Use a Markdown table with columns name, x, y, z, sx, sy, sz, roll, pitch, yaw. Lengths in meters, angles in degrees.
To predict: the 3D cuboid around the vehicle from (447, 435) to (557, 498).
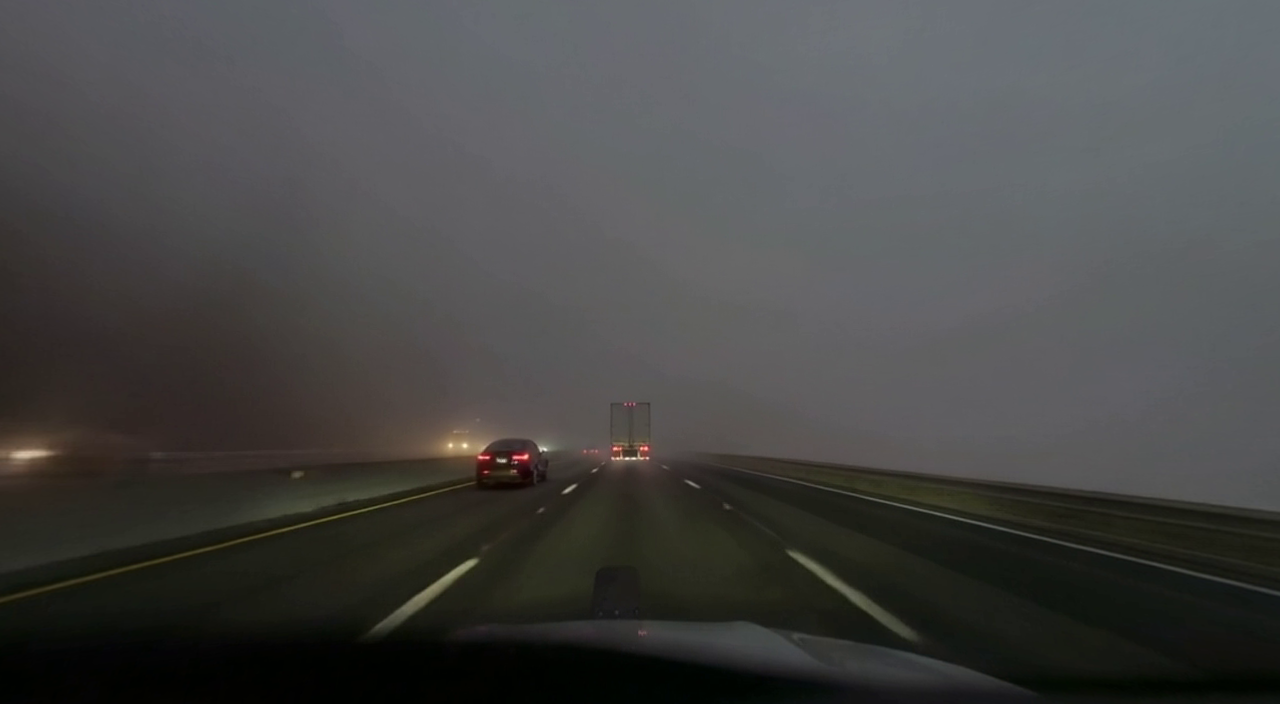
| name | x | y | z | sx | sy | sz | roll | pitch | yaw |
| --- | --- | --- | --- | --- | --- | --- | --- | --- | --- |
| vehicle | -3.682 | 3.149 | 17.644 | 2.057 | 1.519 | 4.372 | 0 | -9 | 1 |

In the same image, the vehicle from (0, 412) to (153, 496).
| name | x | y | z | sx | sy | sz | roll | pitch | yaw |
| --- | --- | --- | --- | --- | --- | --- | --- | --- | --- |
| vehicle | -13.547 | 2.261 | 13.916 | 1.983 | 1.629 | 4.311 | 0 | -9 | 0 |
